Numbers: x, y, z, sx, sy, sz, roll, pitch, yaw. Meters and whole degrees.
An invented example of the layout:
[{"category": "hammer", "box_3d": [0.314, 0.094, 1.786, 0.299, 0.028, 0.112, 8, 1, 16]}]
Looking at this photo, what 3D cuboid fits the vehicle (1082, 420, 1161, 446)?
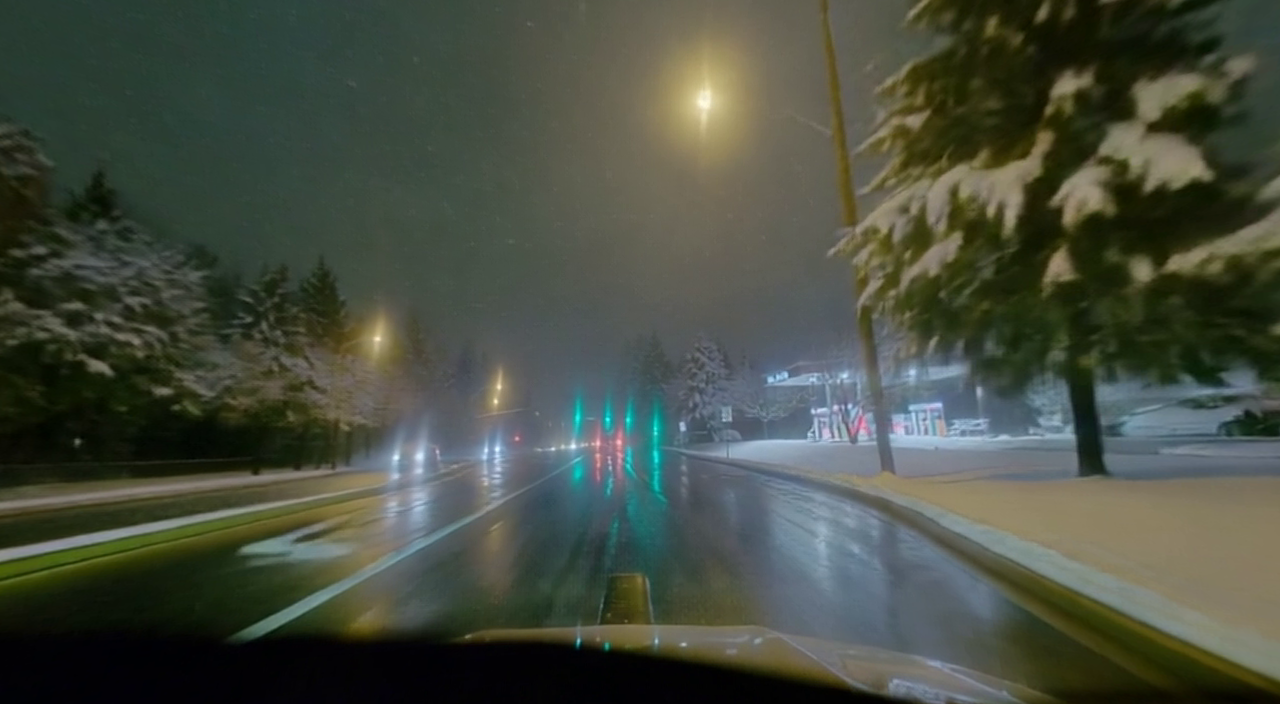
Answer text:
[{"category": "vehicle", "box_3d": [34.748, 5.880, 45.633, 4.323, 1.447, 1.710, -10, -7, 33]}]
